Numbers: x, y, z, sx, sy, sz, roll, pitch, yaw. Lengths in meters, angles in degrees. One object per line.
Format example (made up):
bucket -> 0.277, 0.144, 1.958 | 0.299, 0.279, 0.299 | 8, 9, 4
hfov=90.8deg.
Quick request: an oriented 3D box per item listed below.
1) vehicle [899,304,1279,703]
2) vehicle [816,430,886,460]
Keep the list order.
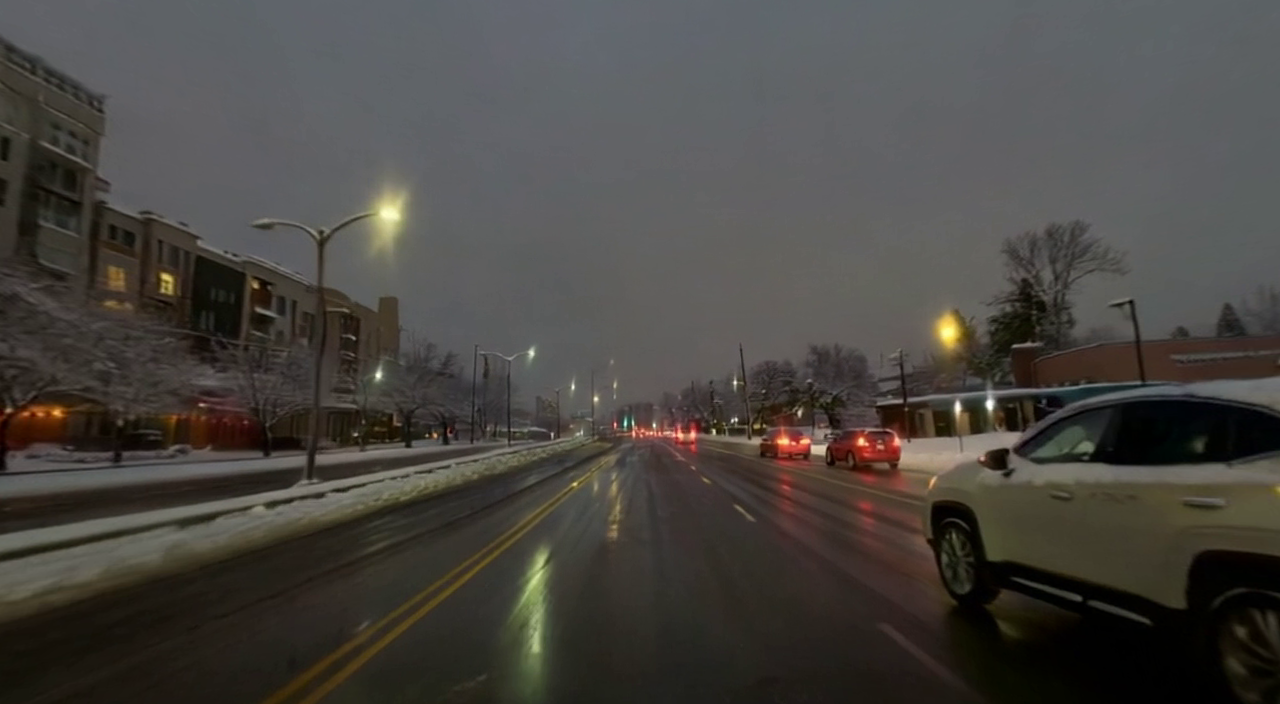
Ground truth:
vehicle -> 3.548, 0.865, 3.393 | 2.219, 1.795, 4.718 | 0, -9, -1
vehicle -> 10.960, 4.888, 33.146 | 1.871, 1.465, 4.395 | 0, -9, -4
